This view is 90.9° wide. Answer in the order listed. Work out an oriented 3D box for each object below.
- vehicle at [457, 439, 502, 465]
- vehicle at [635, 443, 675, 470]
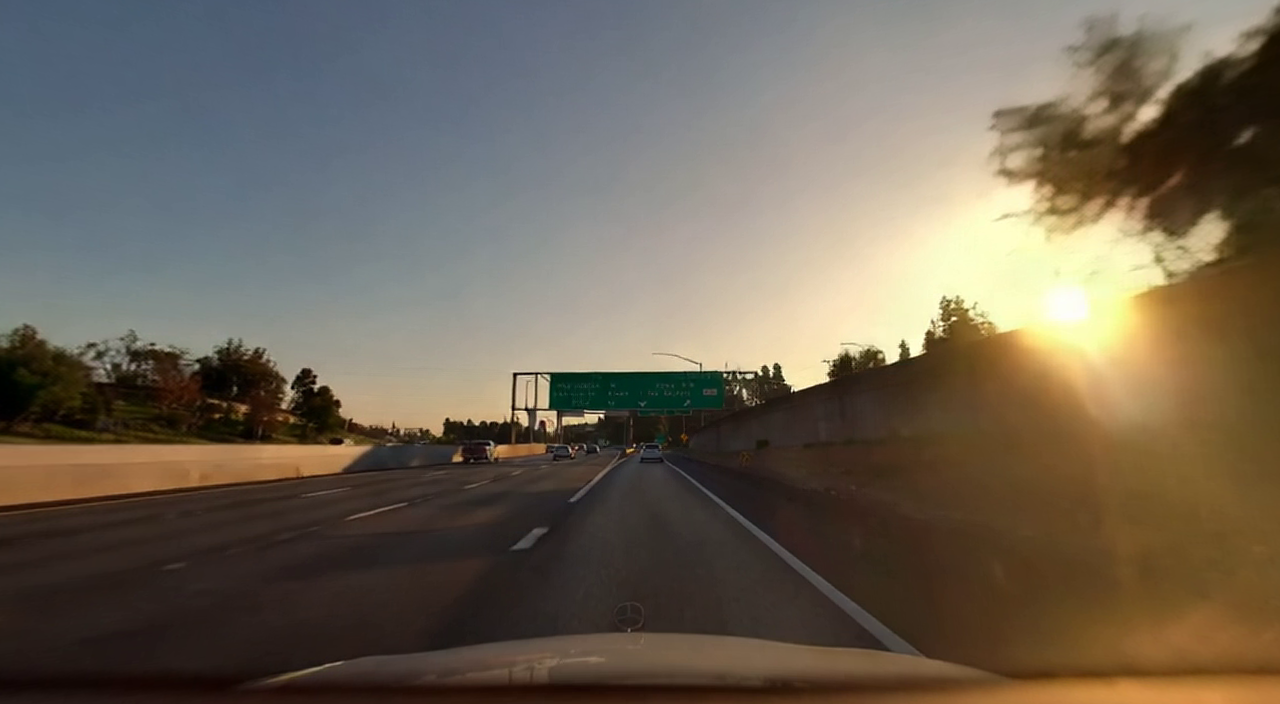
[{"bbox_3d":[-12.138,7.571,48.037,2.246,1.812,4.740,0,-8,-1],"label":"vehicle"},{"bbox_3d":[0.838,6.029,36.578,2.137,1.461,3.999,-1,-8,1],"label":"vehicle"}]
